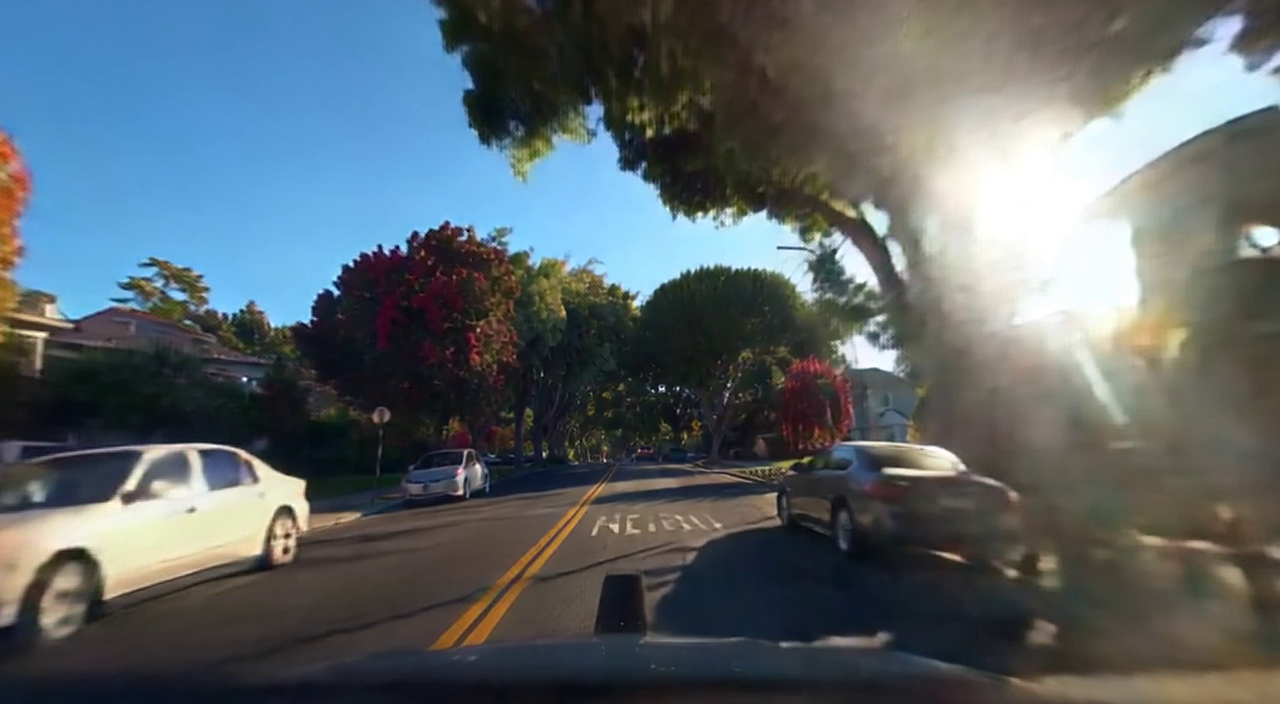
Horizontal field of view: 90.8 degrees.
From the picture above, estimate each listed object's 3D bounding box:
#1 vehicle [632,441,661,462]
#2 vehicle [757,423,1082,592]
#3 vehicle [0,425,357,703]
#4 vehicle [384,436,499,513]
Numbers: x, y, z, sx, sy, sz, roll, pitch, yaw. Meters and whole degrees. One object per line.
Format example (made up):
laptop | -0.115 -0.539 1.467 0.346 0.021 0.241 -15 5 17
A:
vehicle | 0.430 7.299 46.320 2.022 1.481 4.050 0 -8 -1
vehicle | 2.994 1.758 8.062 2.047 1.532 4.350 0 -8 -2
vehicle | -5.416 1.829 6.967 2.155 1.907 5.100 -1 -8 1
vehicle | -5.812 3.566 19.072 2.027 1.803 4.306 -4 -6 0
